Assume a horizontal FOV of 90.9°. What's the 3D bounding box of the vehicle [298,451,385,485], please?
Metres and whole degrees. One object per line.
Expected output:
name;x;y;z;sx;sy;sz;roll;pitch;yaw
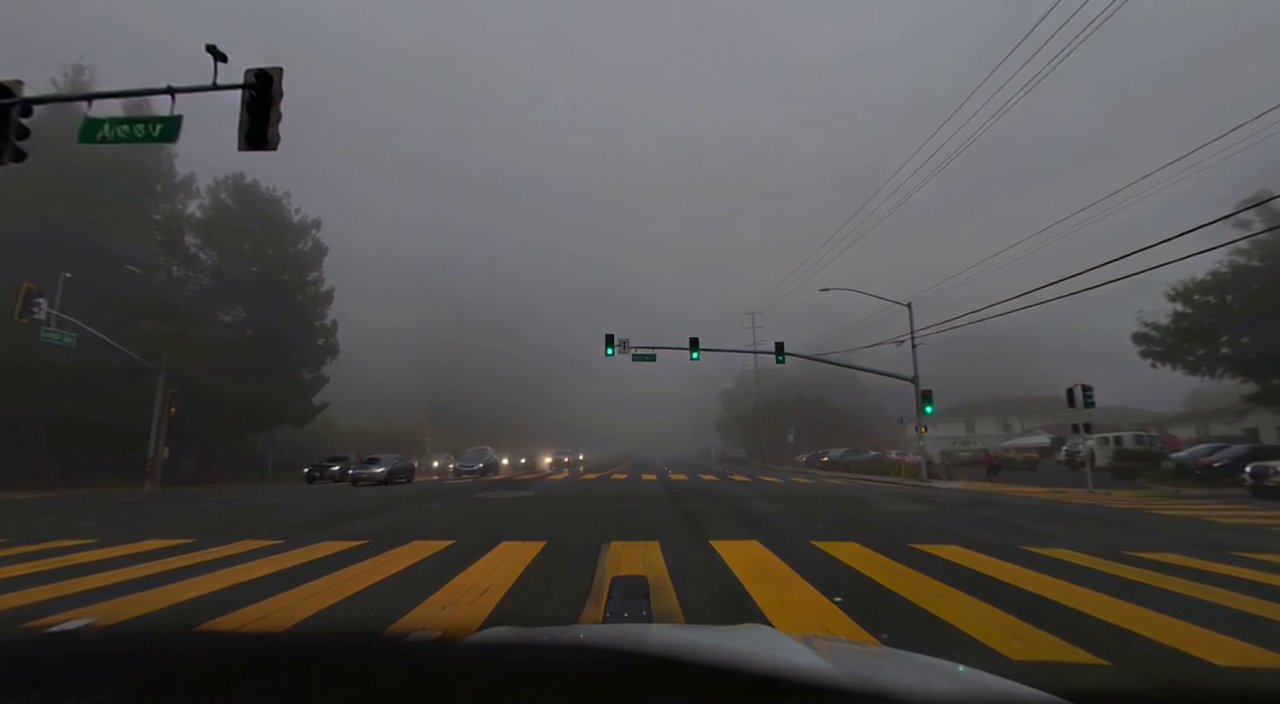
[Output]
vehicle;-14.578;5.675;31.113;2.035;1.470;4.677;0;-9;0

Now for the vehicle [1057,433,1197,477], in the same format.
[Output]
vehicle;25.271;5.362;33.064;2.177;2.086;5.514;2;-9;-14

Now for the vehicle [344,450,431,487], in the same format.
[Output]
vehicle;-11.001;5.094;27.834;2.007;1.451;4.242;0;-9;1

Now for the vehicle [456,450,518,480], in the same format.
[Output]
vehicle;-7.711;5.724;32.237;1.958;1.415;4.312;0;-9;2
